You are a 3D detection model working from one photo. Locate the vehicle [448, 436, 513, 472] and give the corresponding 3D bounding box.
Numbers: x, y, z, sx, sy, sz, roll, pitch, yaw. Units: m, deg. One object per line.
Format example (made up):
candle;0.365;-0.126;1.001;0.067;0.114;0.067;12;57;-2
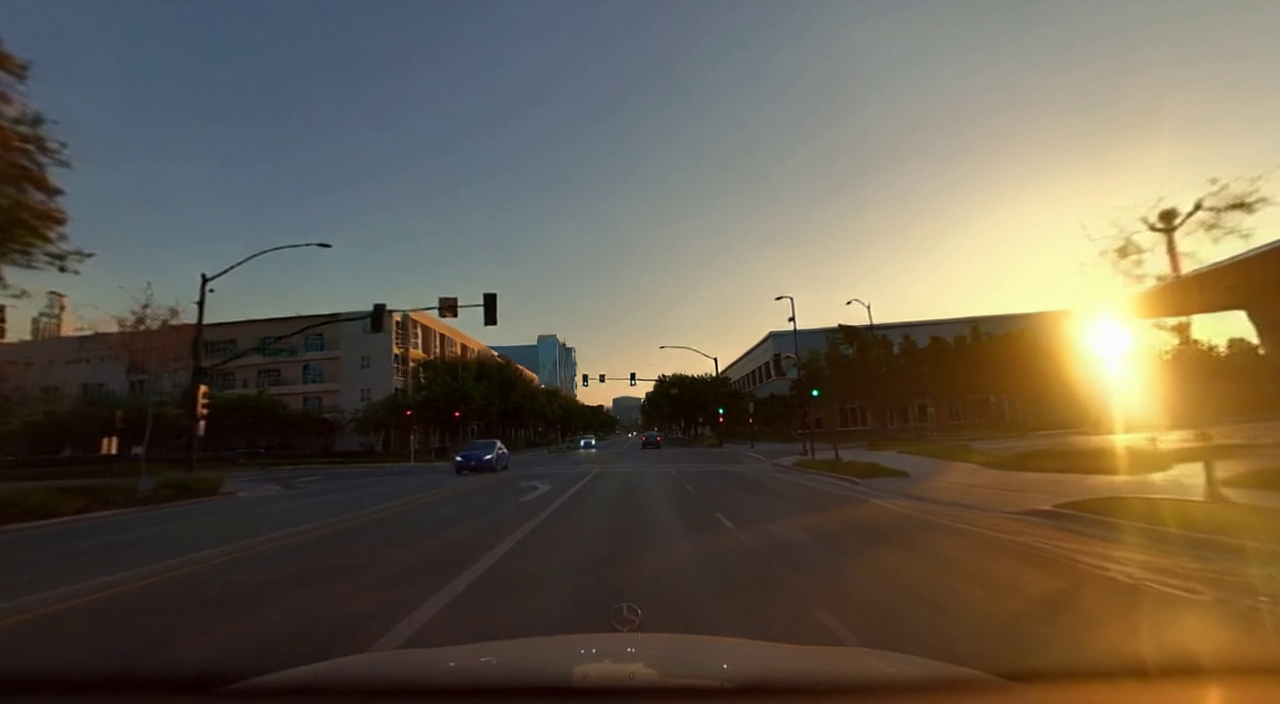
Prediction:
vehicle;-7.836;5.044;31.414;2.165;1.685;4.274;0;-8;-1
